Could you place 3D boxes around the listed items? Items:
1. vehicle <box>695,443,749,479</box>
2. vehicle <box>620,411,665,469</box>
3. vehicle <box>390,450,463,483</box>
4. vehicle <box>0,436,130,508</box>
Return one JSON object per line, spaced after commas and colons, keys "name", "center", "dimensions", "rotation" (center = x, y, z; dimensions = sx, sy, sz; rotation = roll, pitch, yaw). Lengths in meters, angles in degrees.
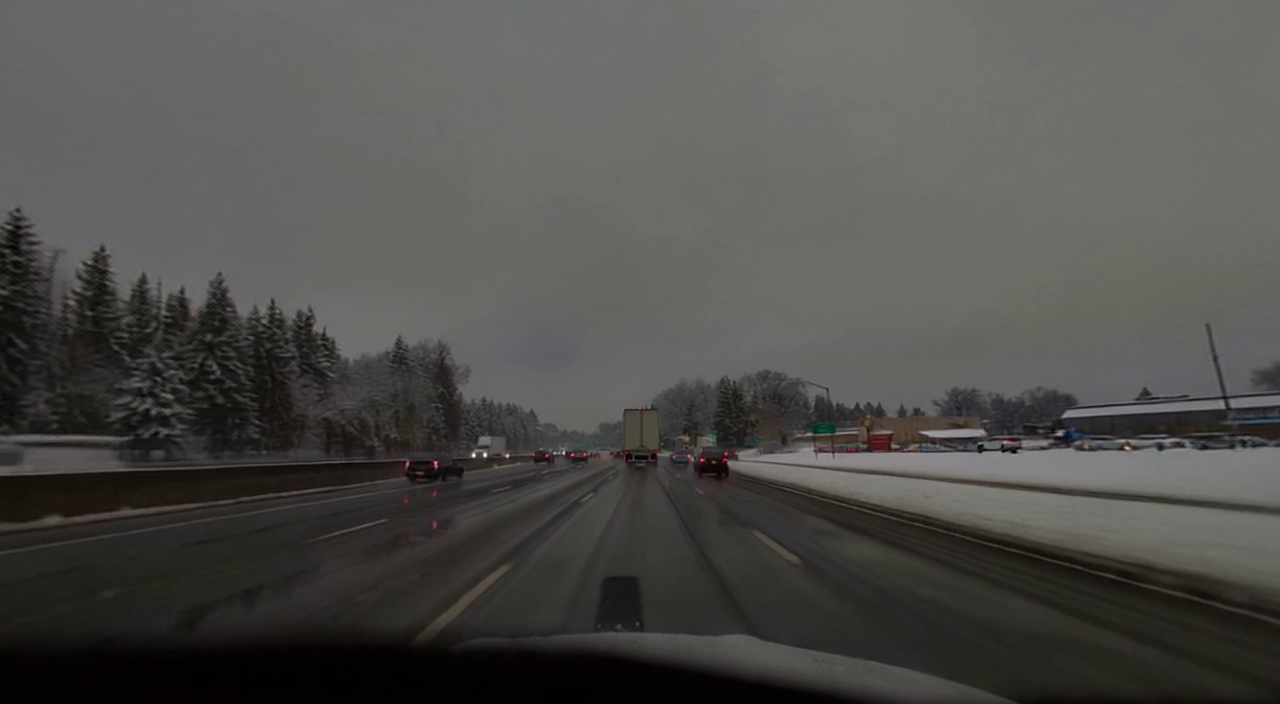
{"name": "vehicle", "center": [4.080, 5.506, 32.022], "dimensions": [2.107, 1.707, 4.445], "rotation": [0, -9, 0]}
{"name": "vehicle", "center": [0.342, 6.791, 48.286], "dimensions": [3.012, 3.928, 10.262], "rotation": [0, -9, 2]}
{"name": "vehicle", "center": [-10.617, 5.695, 31.644], "dimensions": [2.015, 1.521, 4.550], "rotation": [0, -9, 1]}
{"name": "vehicle", "center": [-17.065, 3.247, 17.332], "dimensions": [2.130, 1.783, 4.698], "rotation": [0, -9, -2]}
